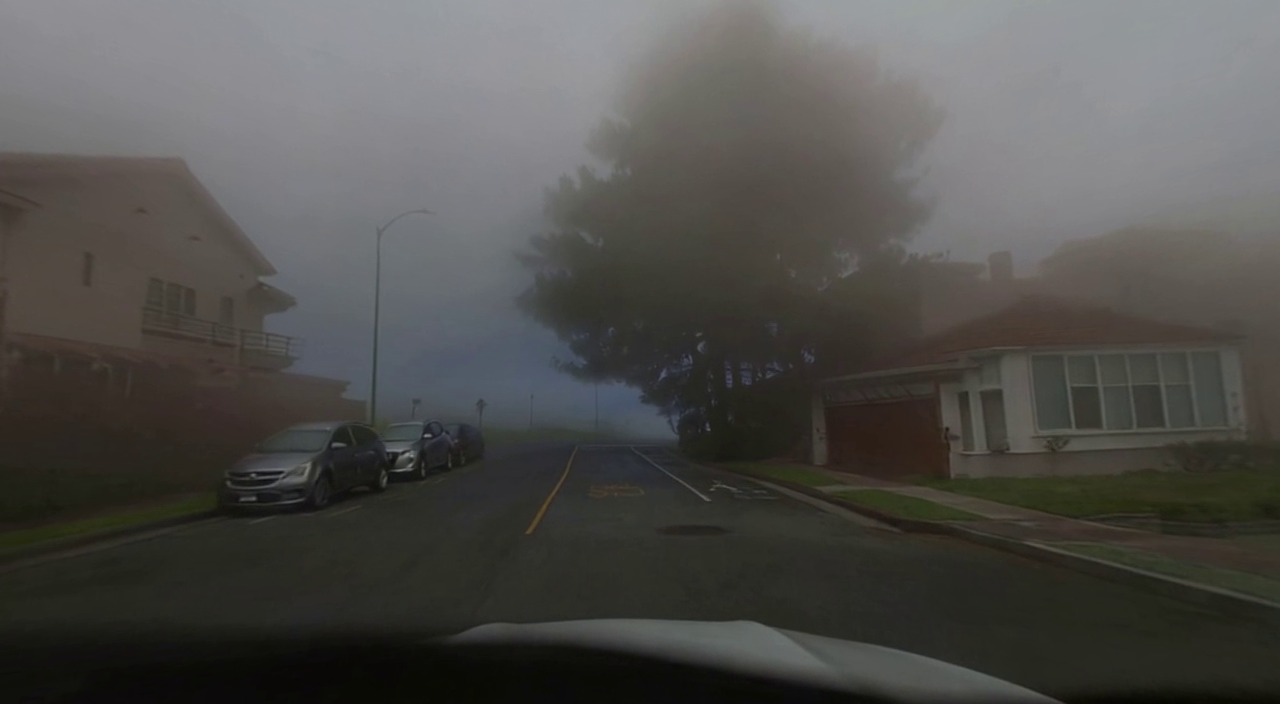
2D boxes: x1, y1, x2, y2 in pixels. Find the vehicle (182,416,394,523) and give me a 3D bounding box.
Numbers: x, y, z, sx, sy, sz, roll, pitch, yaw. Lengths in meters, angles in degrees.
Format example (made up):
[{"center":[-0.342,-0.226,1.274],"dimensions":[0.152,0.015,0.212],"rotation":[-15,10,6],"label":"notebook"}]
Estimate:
[{"center":[-6.789,2.272,12.827],"dimensions":[2.147,1.780,4.165],"rotation":[0,-8,-5],"label":"vehicle"}]
